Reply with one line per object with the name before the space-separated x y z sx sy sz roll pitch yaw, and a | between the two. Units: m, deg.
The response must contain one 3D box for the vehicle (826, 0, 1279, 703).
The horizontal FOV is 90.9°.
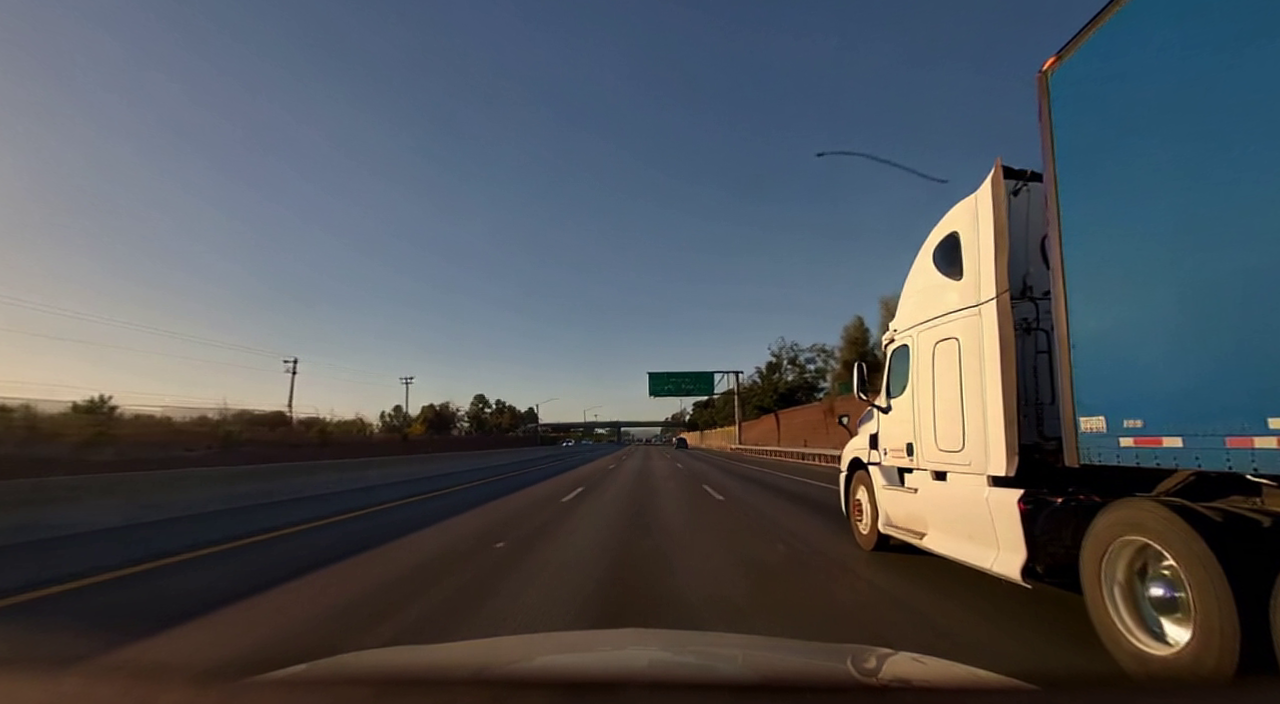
vehicle | 3.769 -0.191 2.993 3.012 3.768 8.945 0 -9 0
